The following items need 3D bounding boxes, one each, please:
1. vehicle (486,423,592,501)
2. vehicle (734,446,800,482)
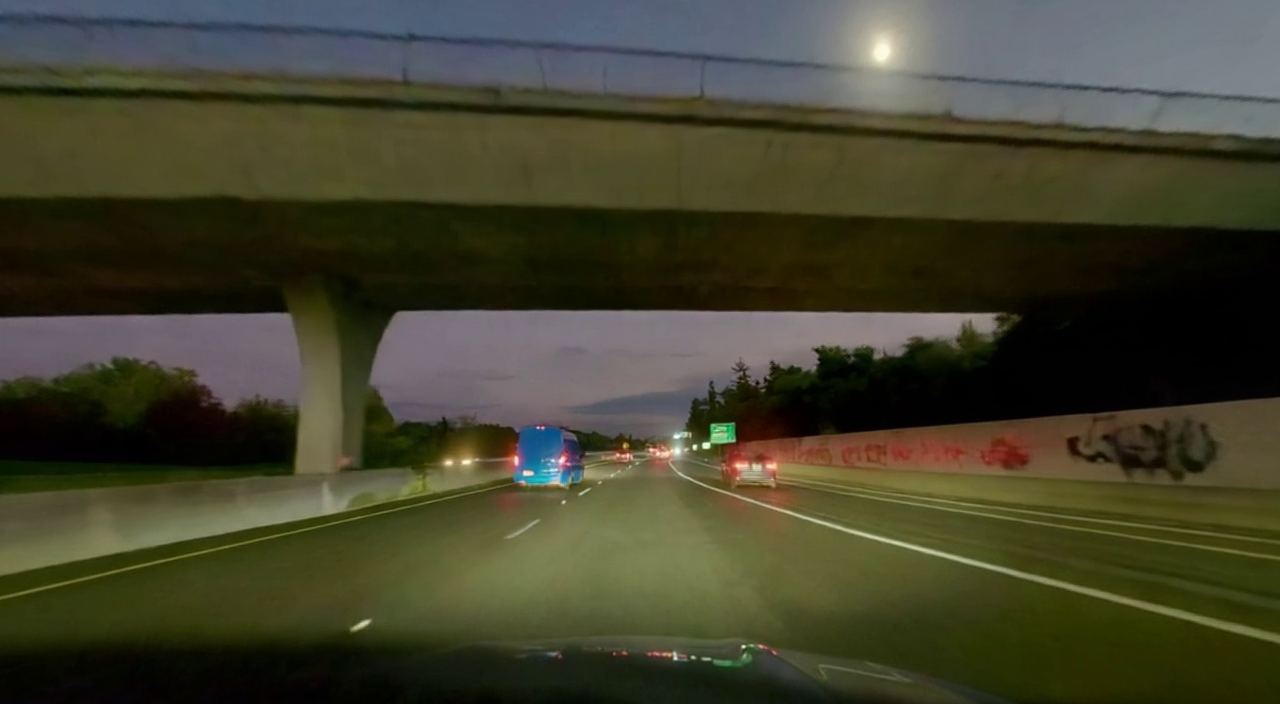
[{"bbox_3d":[-2.866,3.292,19.315,2.310,2.030,5.094,0,-8,1],"label":"vehicle"},{"bbox_3d":[5.815,5.186,29.593,1.972,1.492,4.623,0,-9,-2],"label":"vehicle"}]
